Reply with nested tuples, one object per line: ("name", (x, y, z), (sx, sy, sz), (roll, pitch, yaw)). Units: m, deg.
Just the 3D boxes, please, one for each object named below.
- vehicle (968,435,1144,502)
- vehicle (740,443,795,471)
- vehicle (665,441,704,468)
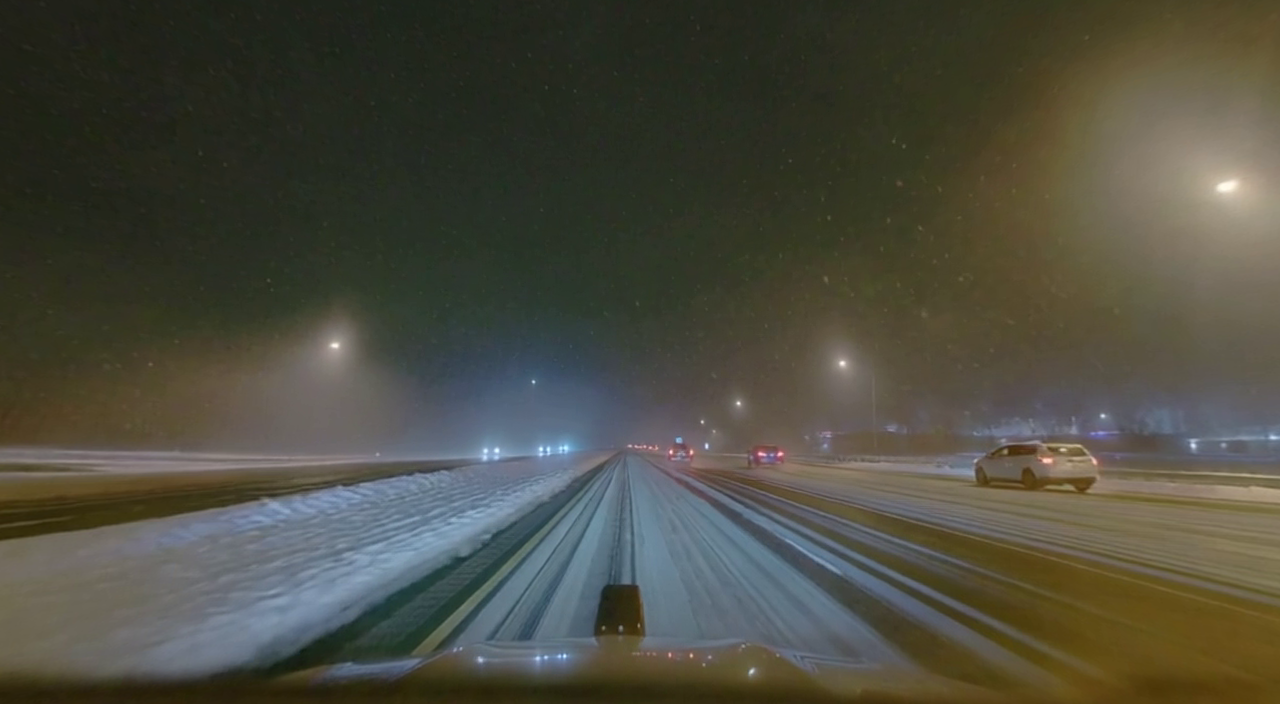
("vehicle", (10.941, 3.062, 17.057), (1.844, 1.560, 4.085), (0, -9, -1))
("vehicle", (6.926, 5.747, 34.737), (1.952, 1.442, 4.259), (0, -9, -2))
("vehicle", (2.772, 6.516, 40.464), (1.977, 1.601, 4.598), (0, -9, -2))
